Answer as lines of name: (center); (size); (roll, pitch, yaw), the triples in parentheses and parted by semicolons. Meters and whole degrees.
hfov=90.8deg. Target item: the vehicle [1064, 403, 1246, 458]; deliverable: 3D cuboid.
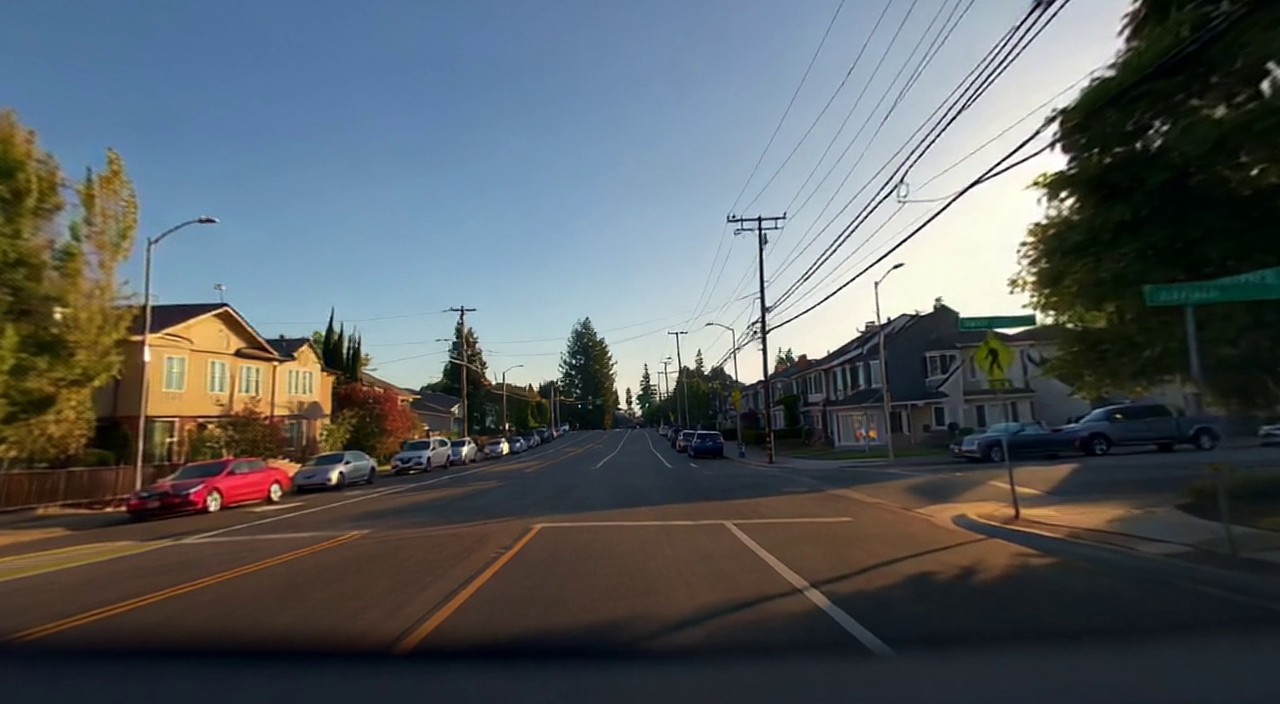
vehicle: (19.442, 3.002, 24.046); (4.973, 1.974, 2.140); (0, -9, 0)

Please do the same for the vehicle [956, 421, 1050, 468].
vehicle: (13.831, 3.469, 23.959); (2.122, 1.474, 4.313); (-10, -10, 41)

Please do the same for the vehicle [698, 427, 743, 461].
vehicle: (4.309, 4.998, 34.252); (1.867, 1.680, 4.176); (0, -9, 0)

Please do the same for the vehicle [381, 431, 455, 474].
vehicle: (-11.194, 5.110, 32.224); (2.056, 1.980, 4.763); (0, -9, -1)

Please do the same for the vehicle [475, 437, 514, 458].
vehicle: (-11.225, 7.431, 49.028); (2.051, 1.520, 4.374); (0, -9, -1)

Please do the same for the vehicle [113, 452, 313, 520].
vehicle: (-11.097, 3.468, 16.966); (1.970, 1.523, 4.702); (-1, -9, 2)

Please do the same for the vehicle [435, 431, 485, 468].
vehicle: (-11.353, 6.107, 40.118); (1.926, 1.998, 4.447); (-4, -6, -2)

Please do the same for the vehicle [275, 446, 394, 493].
vehicle: (-11.130, 4.272, 23.444); (2.082, 1.540, 4.654); (0, -9, 0)
